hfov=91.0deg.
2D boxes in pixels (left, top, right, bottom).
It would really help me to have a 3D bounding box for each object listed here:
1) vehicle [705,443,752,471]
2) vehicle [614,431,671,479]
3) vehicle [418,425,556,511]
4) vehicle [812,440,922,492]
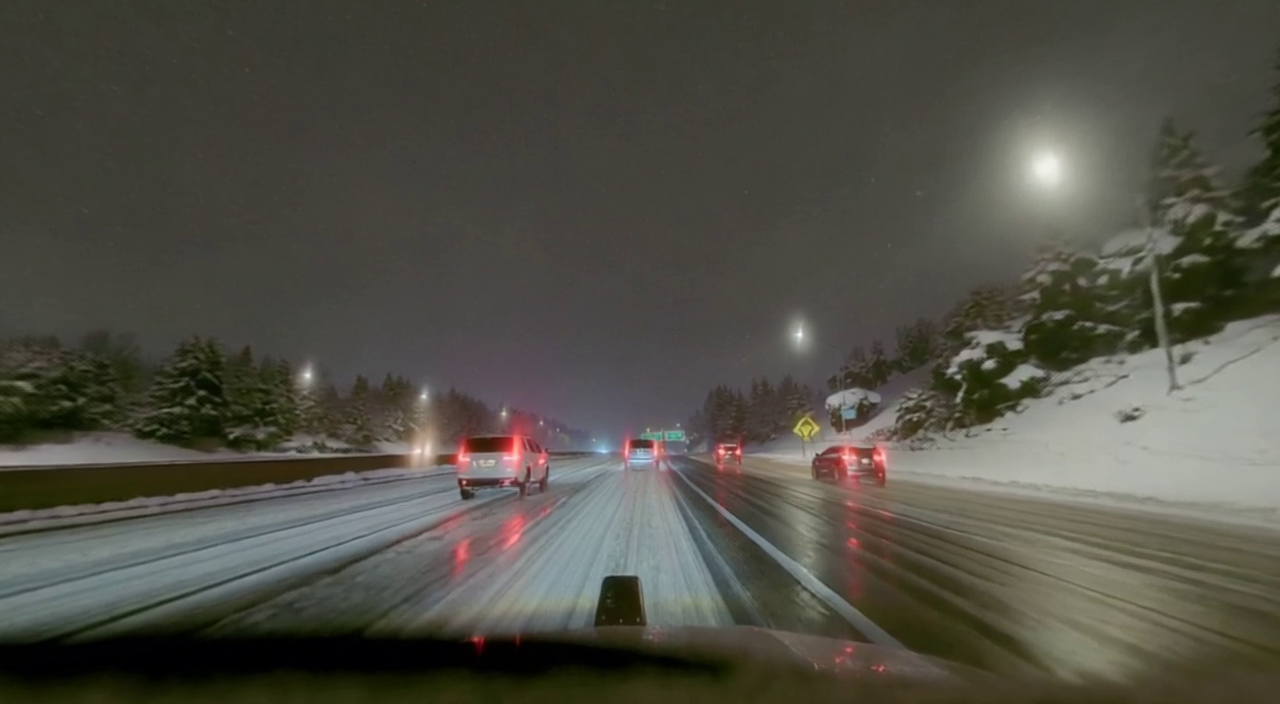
[{"bbox_3d":[4.869,5.858,35.339,2.005,1.456,4.287,0,-9,0],"label":"vehicle"},{"bbox_3d":[0.131,4.479,27.465,2.270,1.862,4.949,0,-9,1],"label":"vehicle"},{"bbox_3d":[-3.464,2.732,15.255,2.142,1.759,4.297,0,-9,2],"label":"vehicle"},{"bbox_3d":[7.232,3.678,20.628,1.936,1.480,4.373,0,-9,0],"label":"vehicle"}]
